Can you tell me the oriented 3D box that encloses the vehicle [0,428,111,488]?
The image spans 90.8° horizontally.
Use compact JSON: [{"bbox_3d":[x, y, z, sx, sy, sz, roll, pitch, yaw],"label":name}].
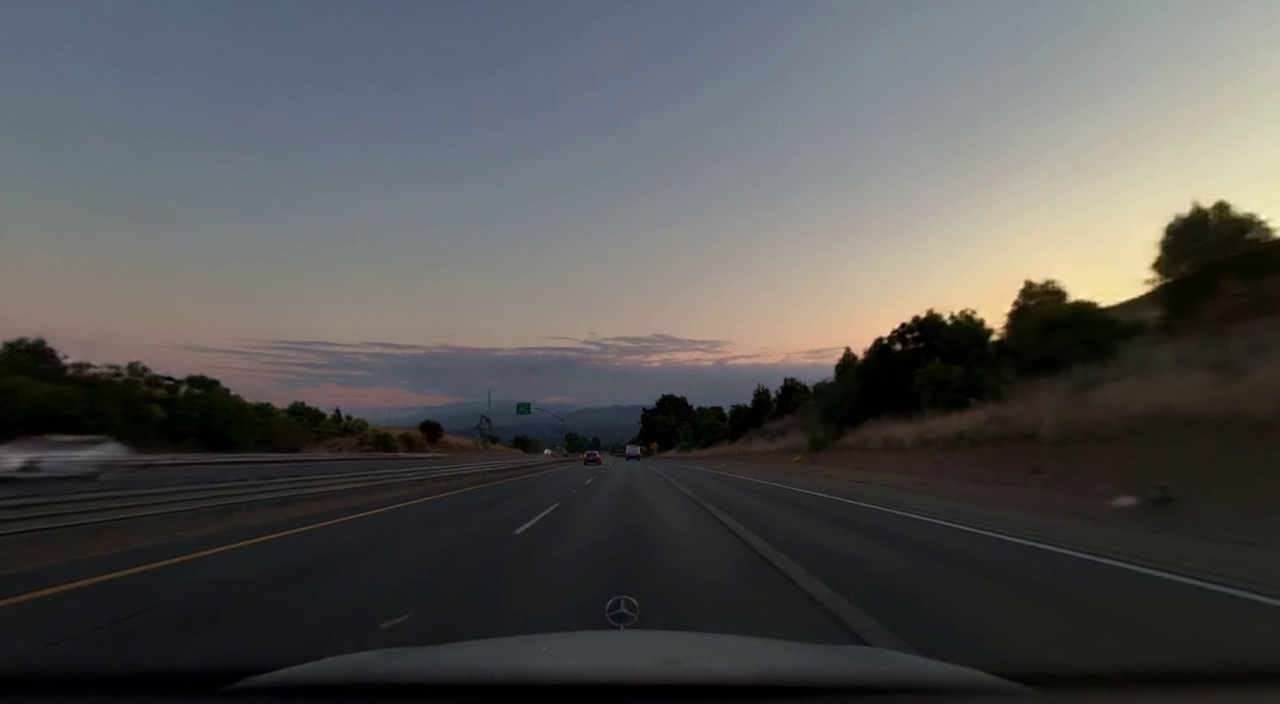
[{"bbox_3d":[-17.732,2.985,17.778,1.840,1.556,4.355,0,-9,0],"label":"vehicle"}]
